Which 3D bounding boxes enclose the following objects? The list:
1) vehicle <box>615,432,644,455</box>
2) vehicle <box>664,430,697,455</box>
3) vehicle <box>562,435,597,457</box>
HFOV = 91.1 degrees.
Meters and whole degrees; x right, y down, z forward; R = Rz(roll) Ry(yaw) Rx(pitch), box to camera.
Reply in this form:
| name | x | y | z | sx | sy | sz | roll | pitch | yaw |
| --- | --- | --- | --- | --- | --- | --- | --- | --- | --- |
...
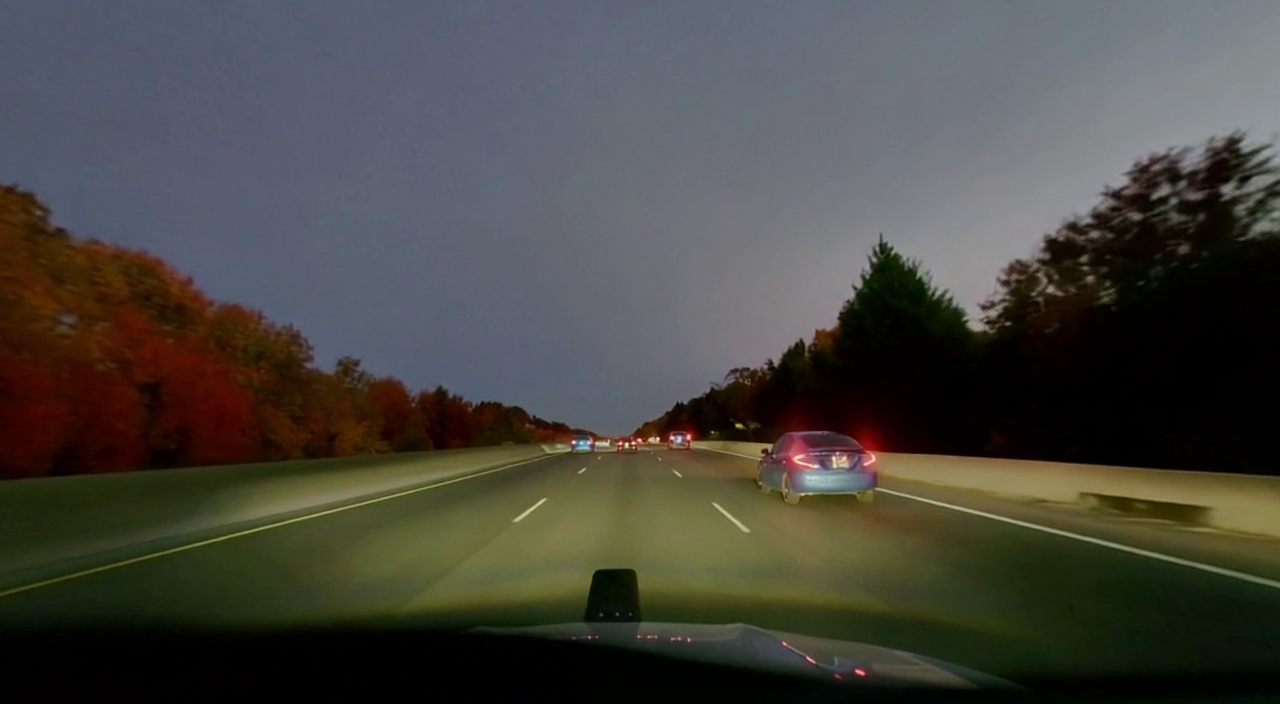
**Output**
| name | x | y | z | sx | sy | sz | roll | pitch | yaw |
| --- | --- | --- | --- | --- | --- | --- | --- | --- | --- |
| vehicle | -0.803 | 7.184 | 49.275 | 2.157 | 1.688 | 4.480 | 0 | -8 | 0 |
| vehicle | 3.066 | 6.923 | 48.228 | 2.055 | 1.786 | 4.157 | 0 | -8 | -2 |
| vehicle | -4.267 | 6.668 | 44.773 | 2.103 | 1.507 | 4.367 | 0 | -8 | 0 |
